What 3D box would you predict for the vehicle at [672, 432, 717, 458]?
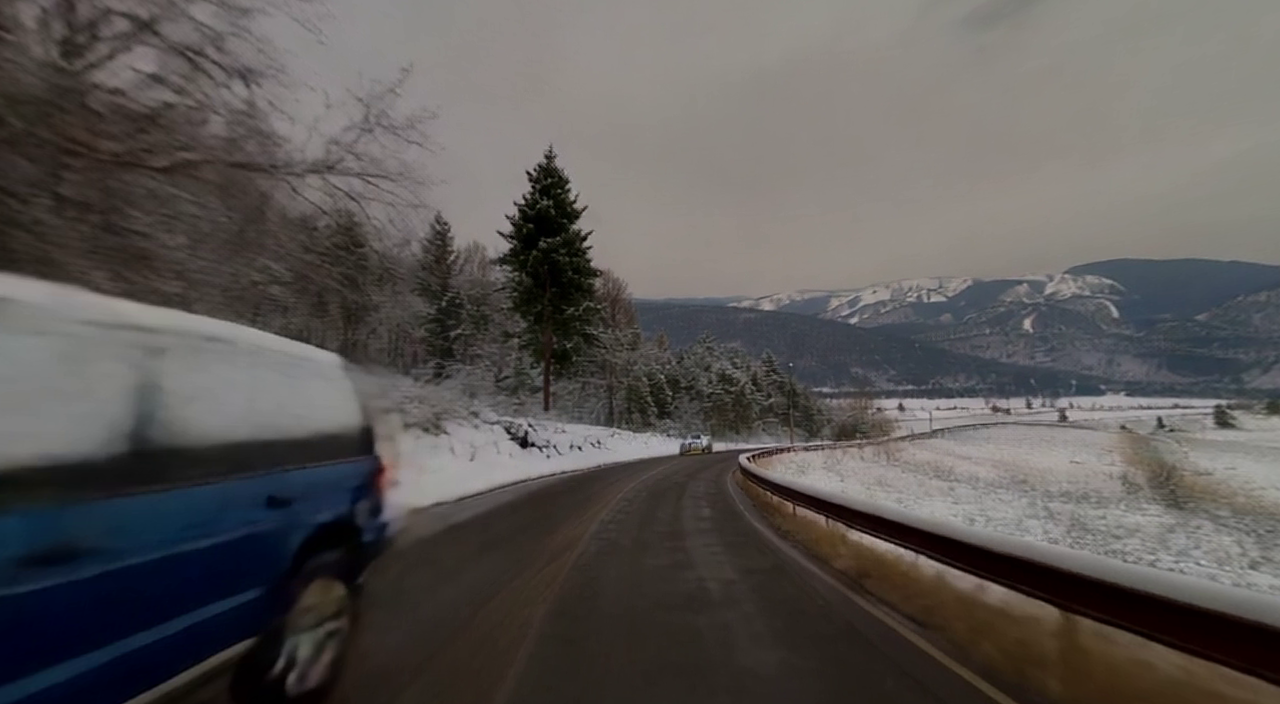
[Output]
[{"bbox_3d":[4.047,6.784,46.041,2.251,1.799,4.776,-3,-9,17],"label":"vehicle"}]
